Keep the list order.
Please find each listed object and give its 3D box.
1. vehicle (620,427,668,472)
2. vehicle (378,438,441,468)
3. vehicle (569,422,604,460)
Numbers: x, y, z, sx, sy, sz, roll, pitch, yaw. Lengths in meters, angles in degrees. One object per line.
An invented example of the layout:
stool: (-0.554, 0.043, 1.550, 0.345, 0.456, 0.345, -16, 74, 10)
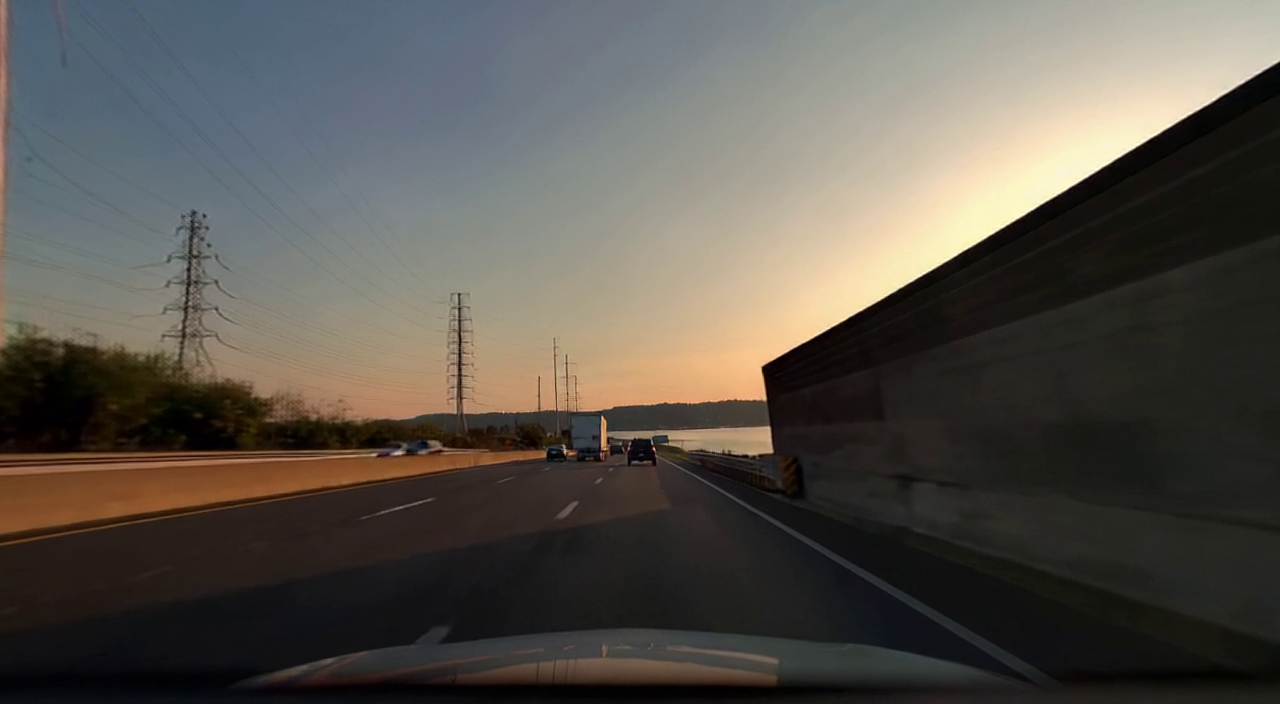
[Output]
vehicle: (0.214, 5.150, 33.486, 2.358, 2.144, 4.713, 0, -8, 0)
vehicle: (-14.005, 6.166, 38.683, 2.074, 1.658, 4.900, 0, -8, -1)
vehicle: (-3.640, 6.139, 43.442, 2.178, 2.522, 2.054, 0, -8, 1)
